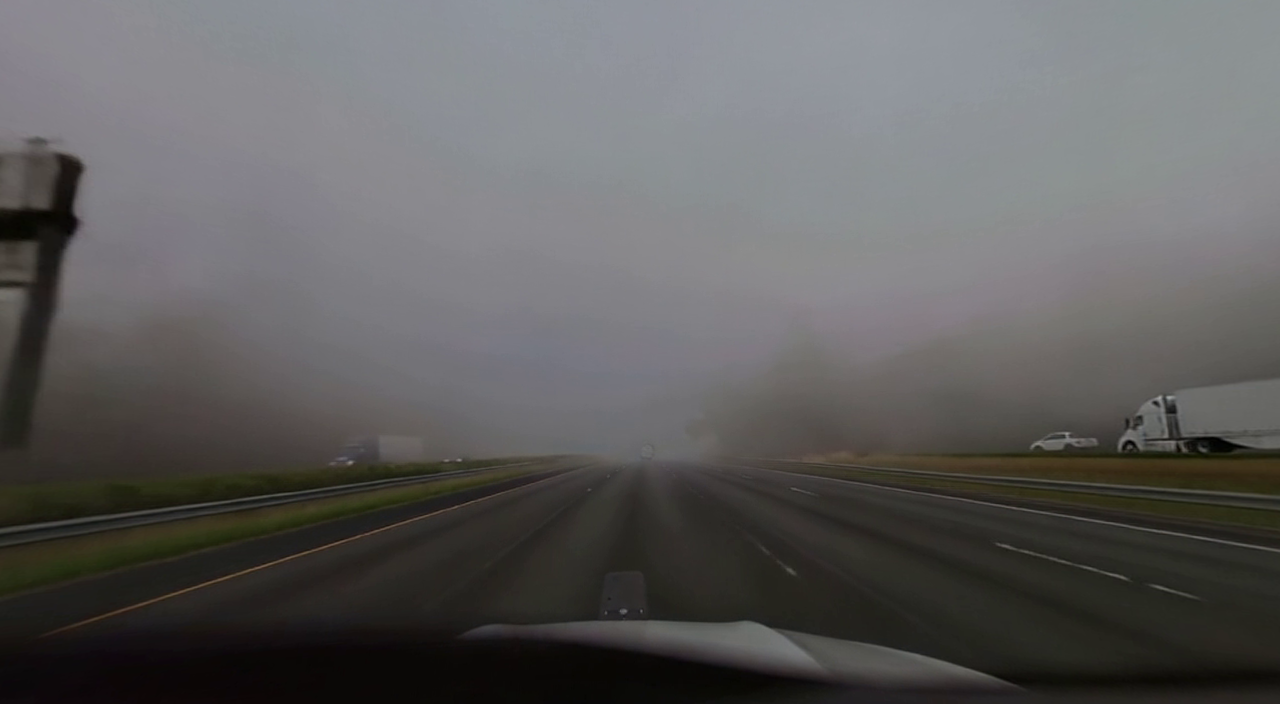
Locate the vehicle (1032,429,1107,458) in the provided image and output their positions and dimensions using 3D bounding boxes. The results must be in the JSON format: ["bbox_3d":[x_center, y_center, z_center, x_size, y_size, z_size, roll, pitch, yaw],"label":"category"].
[{"bbox_3d":[29.046,6.243,42.750,2.038,1.823,3.744,1,-9,-9],"label":"vehicle"}]

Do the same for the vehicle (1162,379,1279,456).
[{"bbox_3d":[35.368,3.368,32.771,2.876,4.046,13.881,1,-9,-9],"label":"vehicle"}]
